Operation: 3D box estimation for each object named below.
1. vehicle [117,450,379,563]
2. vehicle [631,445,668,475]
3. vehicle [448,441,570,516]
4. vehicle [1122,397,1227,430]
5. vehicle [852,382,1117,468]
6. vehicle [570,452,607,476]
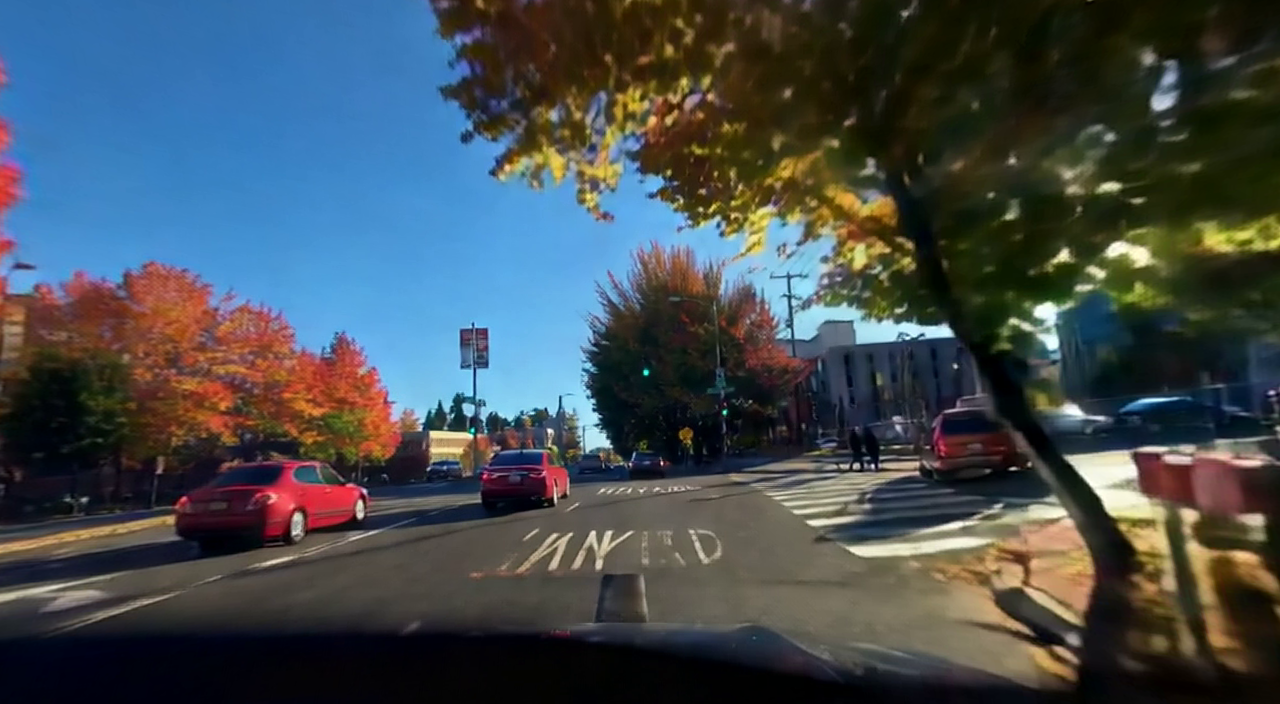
[{"bbox_3d":[-6.676,2.608,11.460,1.932,1.596,4.247,0,-9,1],"label":"vehicle"},{"bbox_3d":[0.520,6.544,38.485,2.144,1.704,4.028,1,-9,-1],"label":"vehicle"},{"bbox_3d":[-3.210,3.198,16.510,2.085,1.663,4.513,0,-9,2],"label":"vehicle"},{"bbox_3d":[32.775,3.843,38.764,1.936,1.662,4.334,1,-9,-26],"label":"vehicle"},{"bbox_3d":[10.013,2.222,18.747,6.464,2.280,2.483,1,-9,-4],"label":"vehicle"},{"bbox_3d":[-3.475,7.652,43.310,2.068,1.482,4.490,0,-9,2],"label":"vehicle"}]
